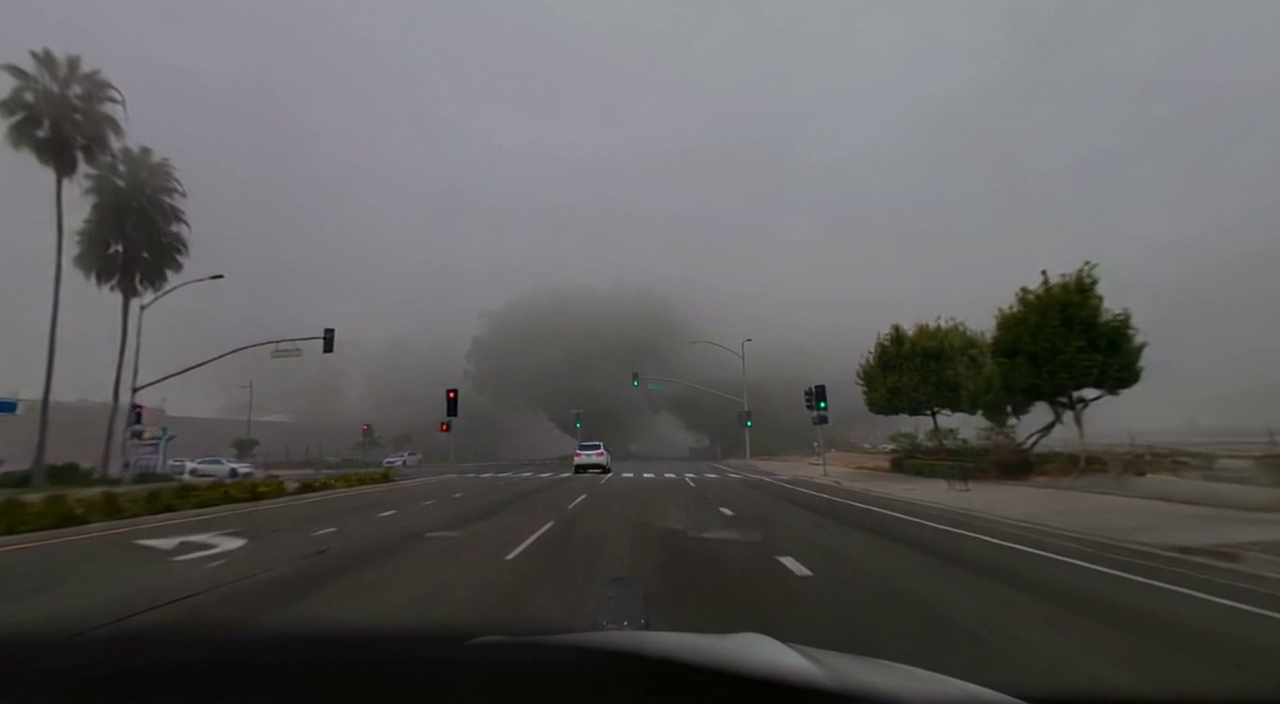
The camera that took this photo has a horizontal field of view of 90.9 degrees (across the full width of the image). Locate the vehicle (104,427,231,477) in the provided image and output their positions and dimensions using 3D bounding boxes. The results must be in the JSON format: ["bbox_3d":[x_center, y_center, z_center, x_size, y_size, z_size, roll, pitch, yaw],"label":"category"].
[{"bbox_3d":[-35.875,7.612,48.037,7.179,3.622,2.857,0,-9,1],"label":"vehicle"}]

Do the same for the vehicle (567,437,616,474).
[{"bbox_3d":[-2.394,5.236,32.087,2.011,1.756,4.478,0,-9,2],"label":"vehicle"}]

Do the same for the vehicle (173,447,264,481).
[{"bbox_3d":[-27.948,7.414,41.921,4.597,1.952,2.040,-3,-7,-1],"label":"vehicle"}]
